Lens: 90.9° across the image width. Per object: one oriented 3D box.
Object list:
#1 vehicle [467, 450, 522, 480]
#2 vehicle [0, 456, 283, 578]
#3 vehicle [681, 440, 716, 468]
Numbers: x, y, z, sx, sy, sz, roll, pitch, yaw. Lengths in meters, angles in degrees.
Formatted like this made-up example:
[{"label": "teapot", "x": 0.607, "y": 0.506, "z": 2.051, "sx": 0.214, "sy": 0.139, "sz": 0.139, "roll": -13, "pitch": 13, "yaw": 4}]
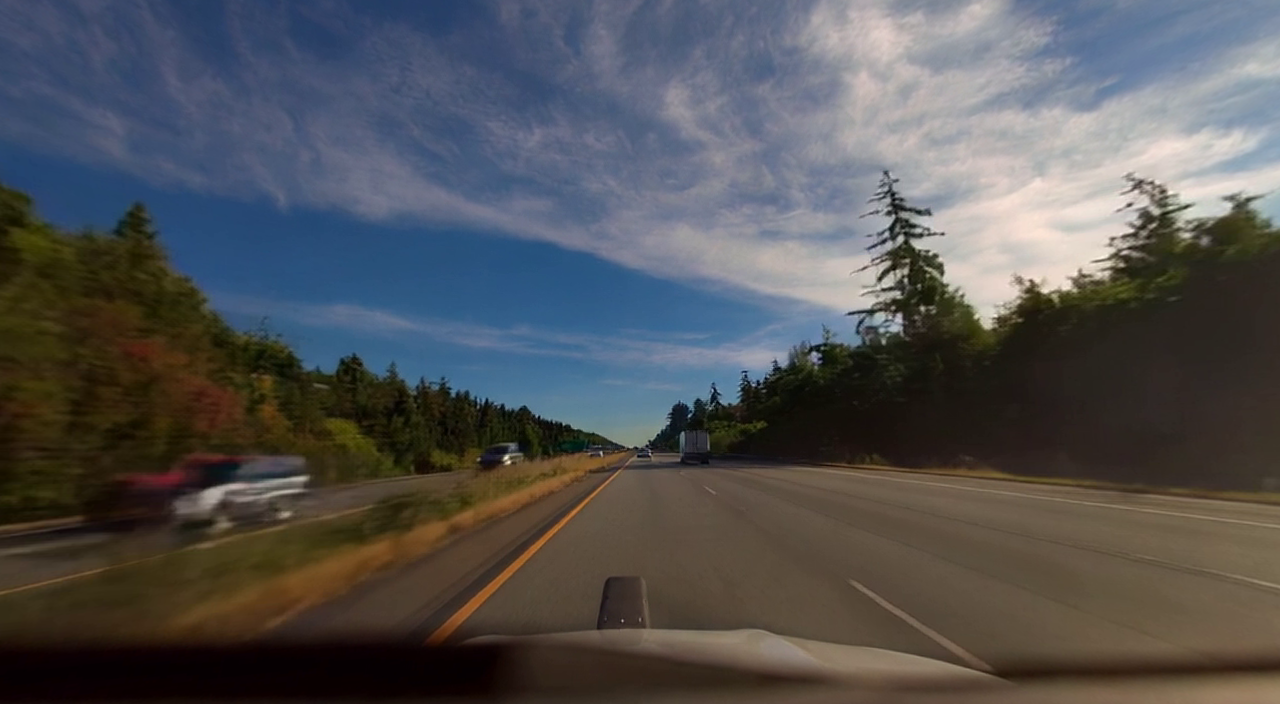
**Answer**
[{"label": "vehicle", "x": -8.061, "y": 6.295, "z": 35.392, "sx": 1.999, "sy": 1.587, "sz": 4.351, "roll": 0, "pitch": -9, "yaw": 1}, {"label": "vehicle", "x": -8.423, "y": 2.557, "z": 10.662, "sx": 2.003, "sy": 1.517, "sz": 4.753, "roll": 0, "pitch": -9, "yaw": 0}, {"label": "vehicle", "x": 4.481, "y": 7.857, "z": 48.729, "sx": 2.189, "sy": 2.007, "sz": 4.872, "roll": 0, "pitch": -9, "yaw": -1}]
